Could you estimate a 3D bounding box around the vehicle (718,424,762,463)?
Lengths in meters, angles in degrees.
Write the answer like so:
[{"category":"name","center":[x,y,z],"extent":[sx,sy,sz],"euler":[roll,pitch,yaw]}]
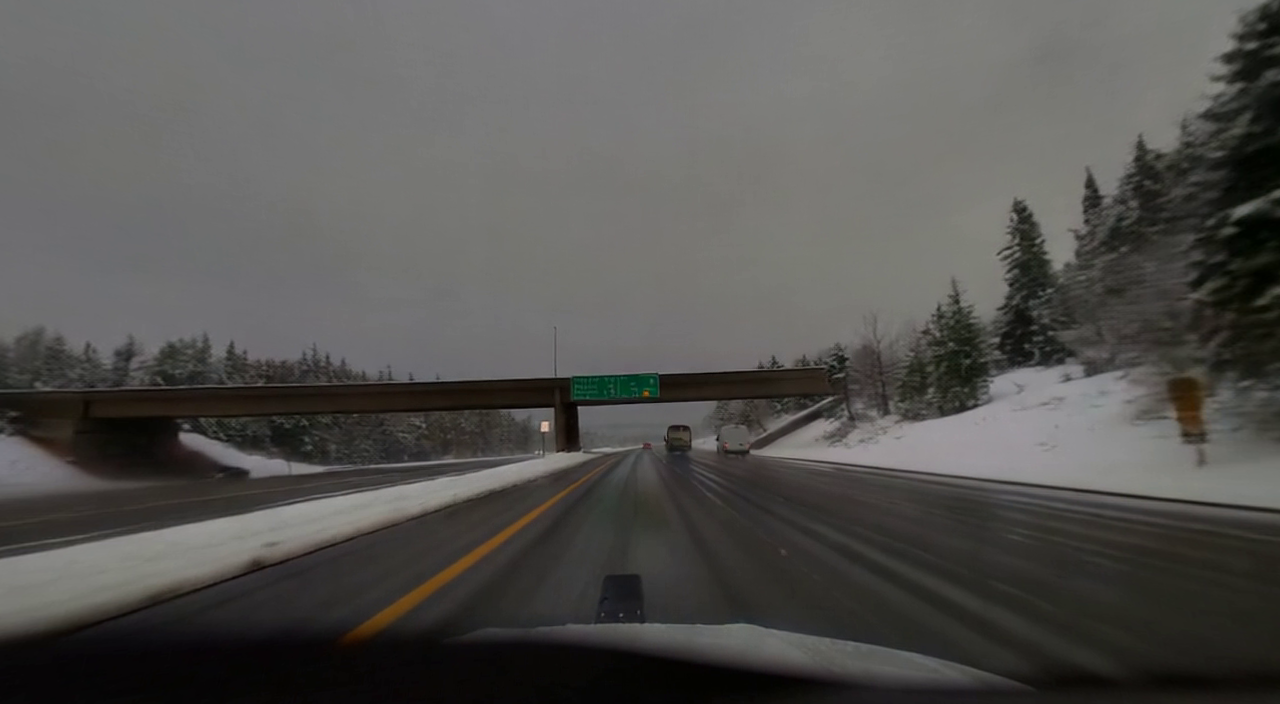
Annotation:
[{"category":"vehicle","center":[7.754,7.196,49.511],"extent":[2.379,2.819,6.294],"euler":[0,-8,0]}]
